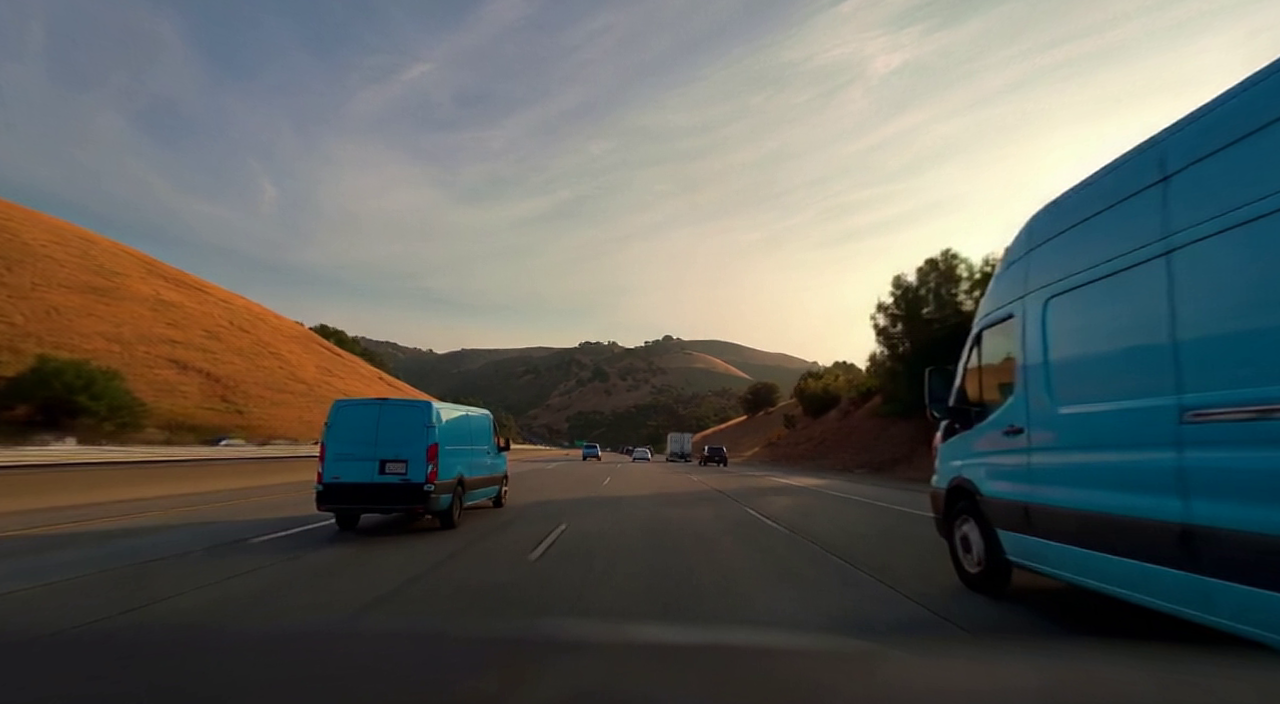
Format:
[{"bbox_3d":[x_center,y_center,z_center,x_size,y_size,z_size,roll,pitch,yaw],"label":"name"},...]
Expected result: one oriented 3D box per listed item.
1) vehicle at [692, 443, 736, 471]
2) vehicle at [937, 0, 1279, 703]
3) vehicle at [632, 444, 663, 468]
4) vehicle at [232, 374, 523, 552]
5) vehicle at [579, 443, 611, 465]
[{"bbox_3d":[4.380,6.279,37.877,2.051,1.598,4.145,0,-9,-1],"label":"vehicle"},{"bbox_3d":[4.236,0.000,2.395,2.764,3.260,7.019,0,-9,1],"label":"vehicle"},{"bbox_3d":[0.491,7.001,42.613,2.014,1.543,3.804,0,-9,0],"label":"vehicle"},{"bbox_3d":[-3.789,1.816,10.768,2.421,2.203,5.775,0,-9,0],"label":"vehicle"},{"bbox_3d":[-3.389,7.811,48.480,2.138,1.581,4.340,0,-9,0],"label":"vehicle"}]
